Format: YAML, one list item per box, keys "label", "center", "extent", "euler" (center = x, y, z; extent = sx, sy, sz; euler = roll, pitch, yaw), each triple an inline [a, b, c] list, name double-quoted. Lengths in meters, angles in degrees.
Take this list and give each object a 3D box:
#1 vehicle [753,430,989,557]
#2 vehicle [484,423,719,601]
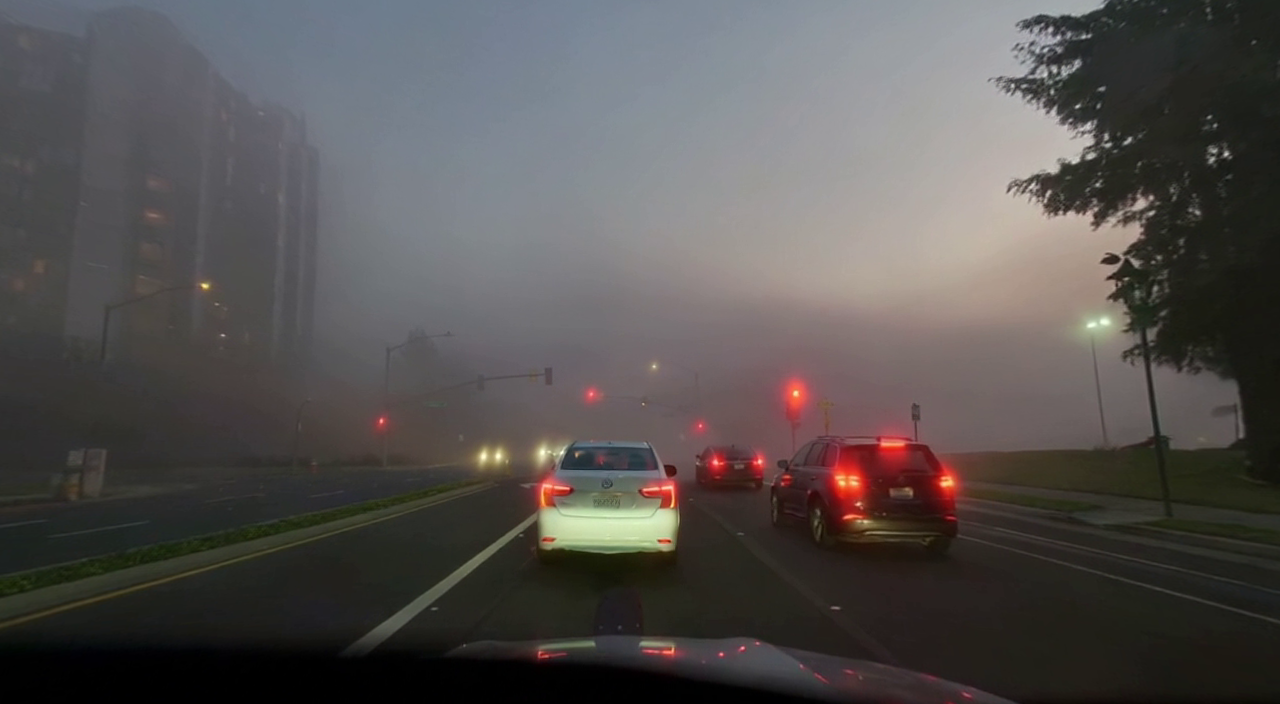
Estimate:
- label: "vehicle"
  center: [3.136, 2.004, 9.700]
  extent: [1.910, 1.474, 4.263]
  euler: [0, -9, -2]
- label: "vehicle"
  center: [-0.353, 1.635, 7.234]
  extent: [2.006, 1.487, 3.535]
  euler: [0, -9, -1]
